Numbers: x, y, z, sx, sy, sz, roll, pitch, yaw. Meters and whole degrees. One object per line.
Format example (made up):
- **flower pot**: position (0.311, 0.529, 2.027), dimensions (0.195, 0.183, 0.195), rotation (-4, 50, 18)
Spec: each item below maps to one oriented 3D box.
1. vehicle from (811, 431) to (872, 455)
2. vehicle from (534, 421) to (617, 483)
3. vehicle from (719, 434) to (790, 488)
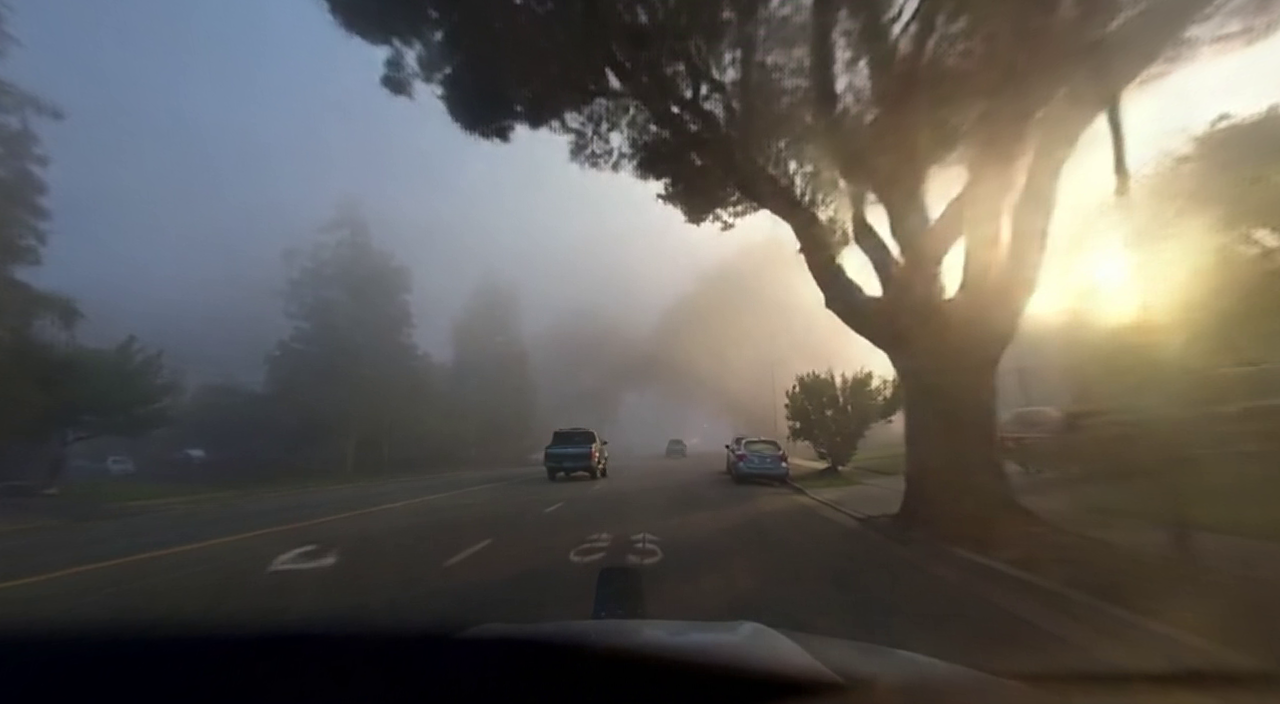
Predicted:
- **vehicle**: position (15.719, 7.150, 49.593), dimensions (4.249, 1.550, 1.843), rotation (-4, -8, 10)
- **vehicle**: position (-2.328, 3.828, 24.412), dimensions (2.085, 2.084, 5.133), rotation (-1, -8, 7)
- **vehicle**: position (3.833, 3.730, 21.933), dimensions (2.040, 1.643, 4.446), rotation (-1, -8, 6)
